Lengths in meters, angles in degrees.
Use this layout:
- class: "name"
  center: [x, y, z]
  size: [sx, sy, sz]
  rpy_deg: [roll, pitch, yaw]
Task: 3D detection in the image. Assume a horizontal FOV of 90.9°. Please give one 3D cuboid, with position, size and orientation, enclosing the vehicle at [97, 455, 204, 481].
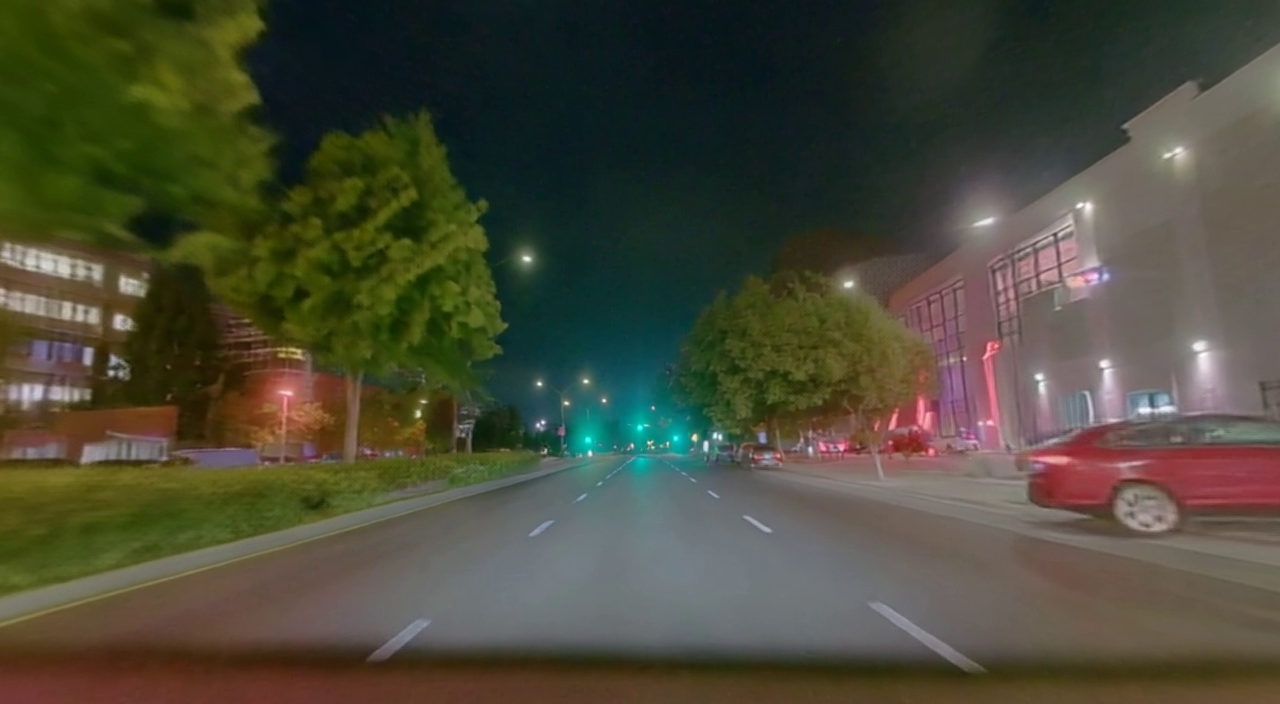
- class: "vehicle"
  center: [-32.705, 7.766, 42.209]
  size: [5.238, 1.618, 2.263]
  rpy_deg: [-1, -9, 1]

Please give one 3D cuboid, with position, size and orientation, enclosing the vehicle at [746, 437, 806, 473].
- class: "vehicle"
  center: [7.142, 5.458, 33.633]
  size: [2.084, 1.736, 4.754]
  rpy_deg: [0, -8, -1]

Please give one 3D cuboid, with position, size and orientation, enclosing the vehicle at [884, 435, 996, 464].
- class: "vehicle"
  center: [16.909, 5.509, 35.705]
  size: [5.222, 1.515, 2.044]
  rpy_deg: [-1, -9, -1]

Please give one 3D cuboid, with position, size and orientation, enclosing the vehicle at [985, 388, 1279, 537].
- class: "vehicle"
  center: [8.971, 1.778, 10.363]
  size: [5.329, 2.114, 2.325]
  rpy_deg: [-3, -9, 18]

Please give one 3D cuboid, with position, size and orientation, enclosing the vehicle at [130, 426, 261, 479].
- class: "vehicle"
  center: [-32.839, 7.424, 46.810]
  size: [7.106, 3.726, 3.230]
  rpy_deg: [0, -9, 1]

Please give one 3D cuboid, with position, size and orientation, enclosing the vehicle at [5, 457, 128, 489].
- class: "vehicle"
  center: [-33.152, 6.987, 36.562]
  size: [4.993, 1.742, 2.124]
  rpy_deg: [0, -9, 0]
